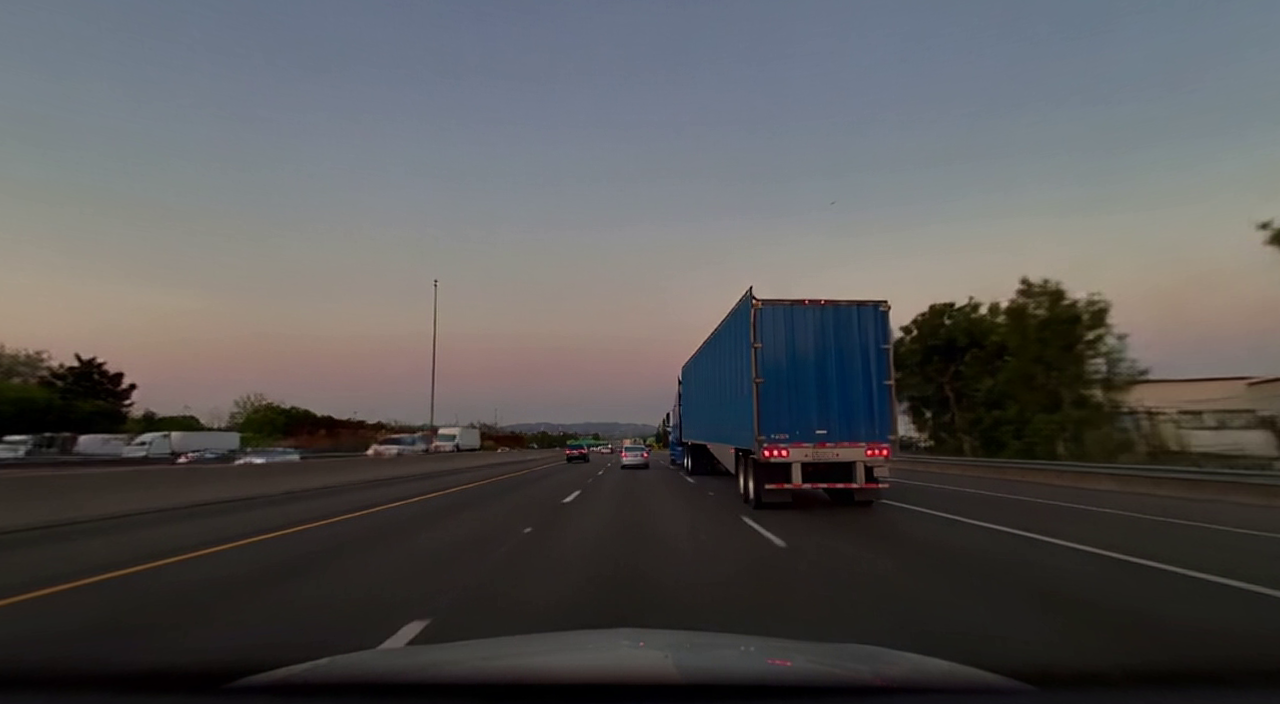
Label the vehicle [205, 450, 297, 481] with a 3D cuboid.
[{"bbox_3d":[-20.378,5.930,33.332,1.867,1.496,4.627,0,-9,0],"label":"vehicle"}]

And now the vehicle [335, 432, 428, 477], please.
[{"bbox_3d":[-13.314,5.363,33.109,2.323,2.123,5.905,0,-9,0],"label":"vehicle"}]

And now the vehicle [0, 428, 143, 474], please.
[{"bbox_3d":[-40.305,6.980,44.583,7.735,2.972,2.679,5,-10,-31],"label":"vehicle"}]

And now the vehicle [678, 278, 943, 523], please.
[{"bbox_3d":[3.287,1.964,18.556,2.996,4.123,15.965,0,-9,-1],"label":"vehicle"}]

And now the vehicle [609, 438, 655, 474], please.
[{"bbox_3d":[-0.412,5.245,32.083,2.191,1.685,4.015,0,-9,0],"label":"vehicle"}]

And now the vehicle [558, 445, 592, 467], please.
[{"bbox_3d":[-4.594,7.385,45.098,1.995,1.491,4.317,0,-9,0],"label":"vehicle"}]
